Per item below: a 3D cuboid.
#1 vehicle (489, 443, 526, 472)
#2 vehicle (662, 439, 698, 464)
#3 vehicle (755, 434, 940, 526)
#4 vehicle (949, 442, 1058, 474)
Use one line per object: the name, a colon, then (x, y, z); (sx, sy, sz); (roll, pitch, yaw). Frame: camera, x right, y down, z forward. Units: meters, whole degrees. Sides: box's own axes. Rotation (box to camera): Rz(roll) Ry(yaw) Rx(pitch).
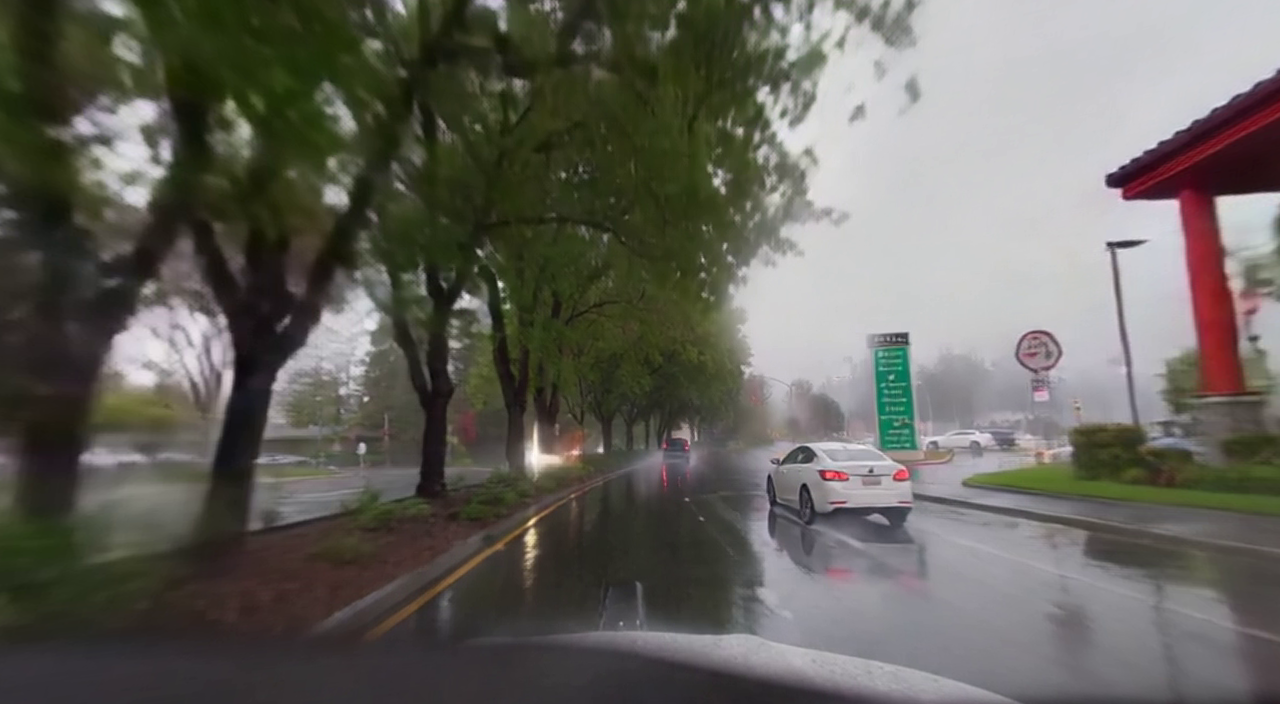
vehicle: (-8.463, 6.640, 40.042); (2.045, 1.689, 4.545); (2, -9, -14)
vehicle: (2.943, 7.191, 45.678); (2.123, 1.703, 4.292); (-2, -9, 9)
vehicle: (3.852, 2.469, 12.862); (2.132, 1.497, 4.827); (0, -9, 0)
vehicle: (18.083, 5.258, 31.471); (4.652, 1.471, 1.850); (2, -9, -15)
